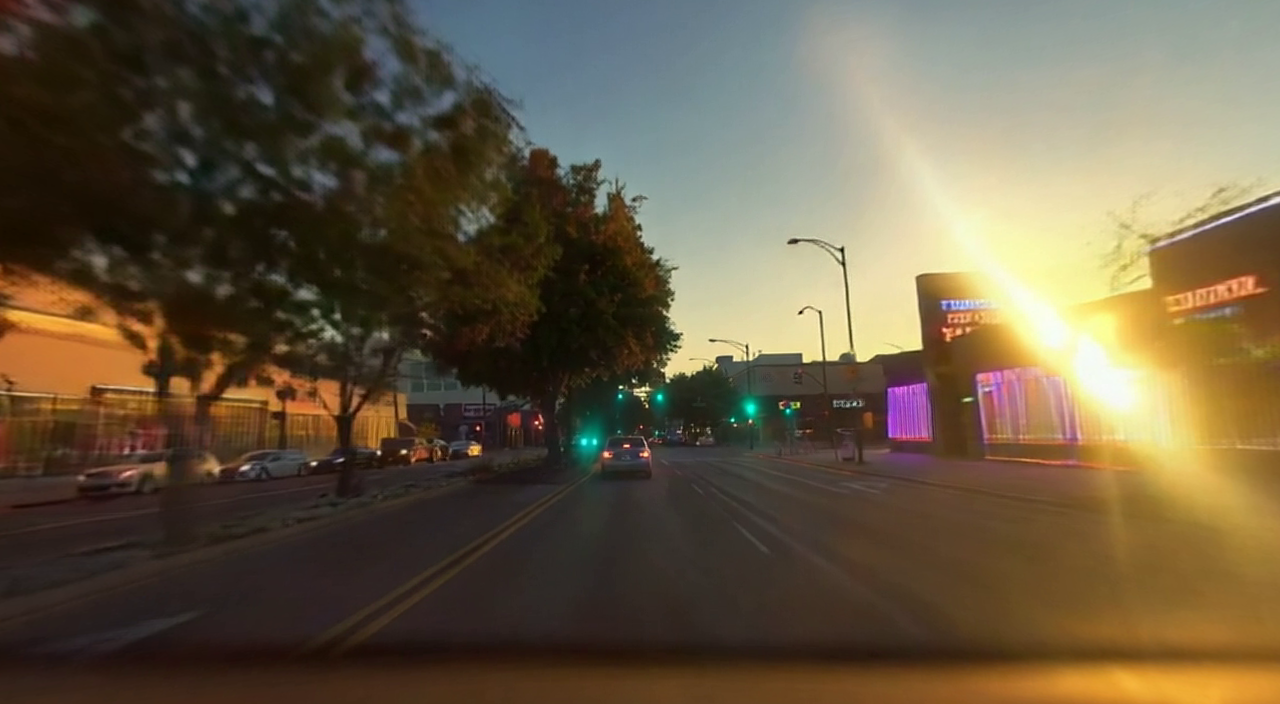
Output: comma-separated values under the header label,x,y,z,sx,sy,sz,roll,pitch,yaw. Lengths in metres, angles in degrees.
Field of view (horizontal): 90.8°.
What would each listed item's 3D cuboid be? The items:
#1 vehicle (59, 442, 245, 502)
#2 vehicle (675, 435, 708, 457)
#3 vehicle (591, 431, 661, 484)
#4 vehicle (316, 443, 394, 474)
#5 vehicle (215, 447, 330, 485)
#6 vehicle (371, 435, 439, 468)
label,x,y,z,sx,sy,sz,roll,pitch,yaw
vehicle,-15.563,3.804,20.585,2.130,1.692,4.734,-1,-9,2
vehicle,3.592,6.725,45.018,2.122,1.454,4.271,-1,-9,2
vehicle,-0.400,3.374,20.423,2.045,1.510,3.690,0,-9,0
vehicle,-15.619,5.853,34.909,2.131,1.560,4.563,-1,-9,1
vehicle,-15.691,4.864,27.346,1.931,1.455,5.023,0,-9,0
vehicle,-15.432,6.588,41.902,2.250,1.981,5.861,0,-9,0
